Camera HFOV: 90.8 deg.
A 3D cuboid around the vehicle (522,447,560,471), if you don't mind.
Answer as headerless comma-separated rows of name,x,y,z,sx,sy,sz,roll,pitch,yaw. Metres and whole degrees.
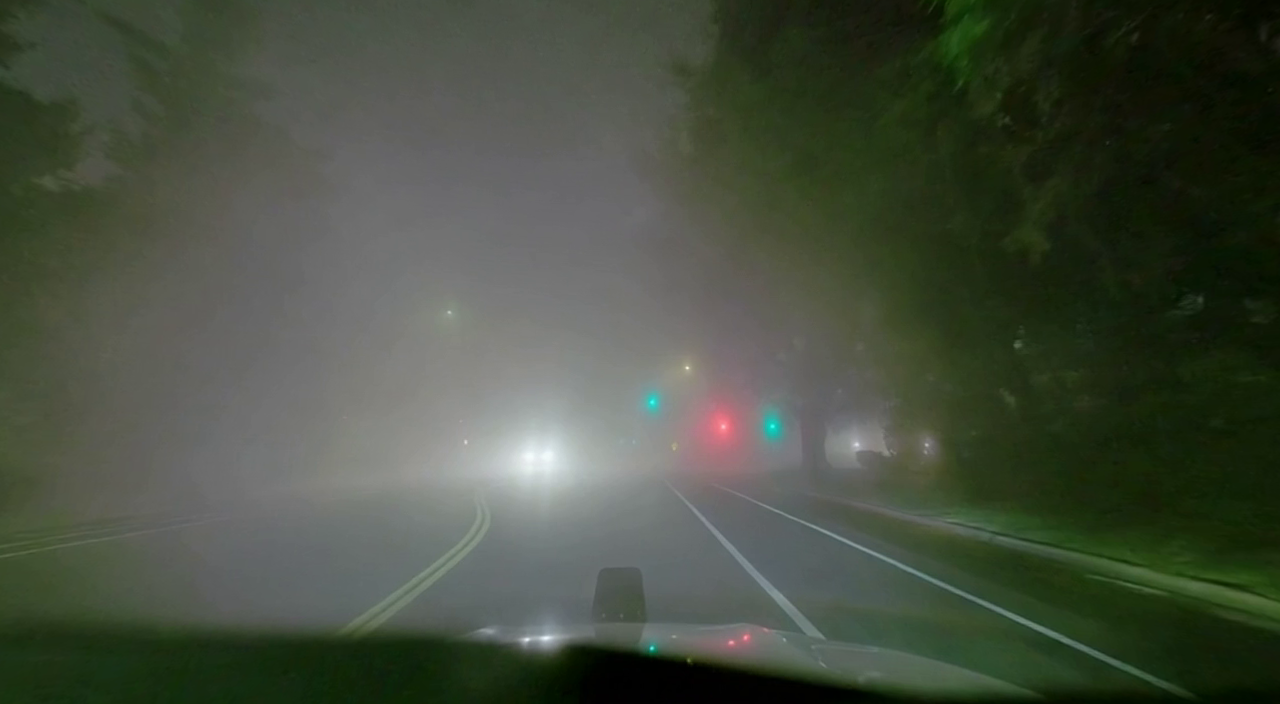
vehicle,-7.519,8.204,48.525,2.091,1.727,4.413,0,-9,1
